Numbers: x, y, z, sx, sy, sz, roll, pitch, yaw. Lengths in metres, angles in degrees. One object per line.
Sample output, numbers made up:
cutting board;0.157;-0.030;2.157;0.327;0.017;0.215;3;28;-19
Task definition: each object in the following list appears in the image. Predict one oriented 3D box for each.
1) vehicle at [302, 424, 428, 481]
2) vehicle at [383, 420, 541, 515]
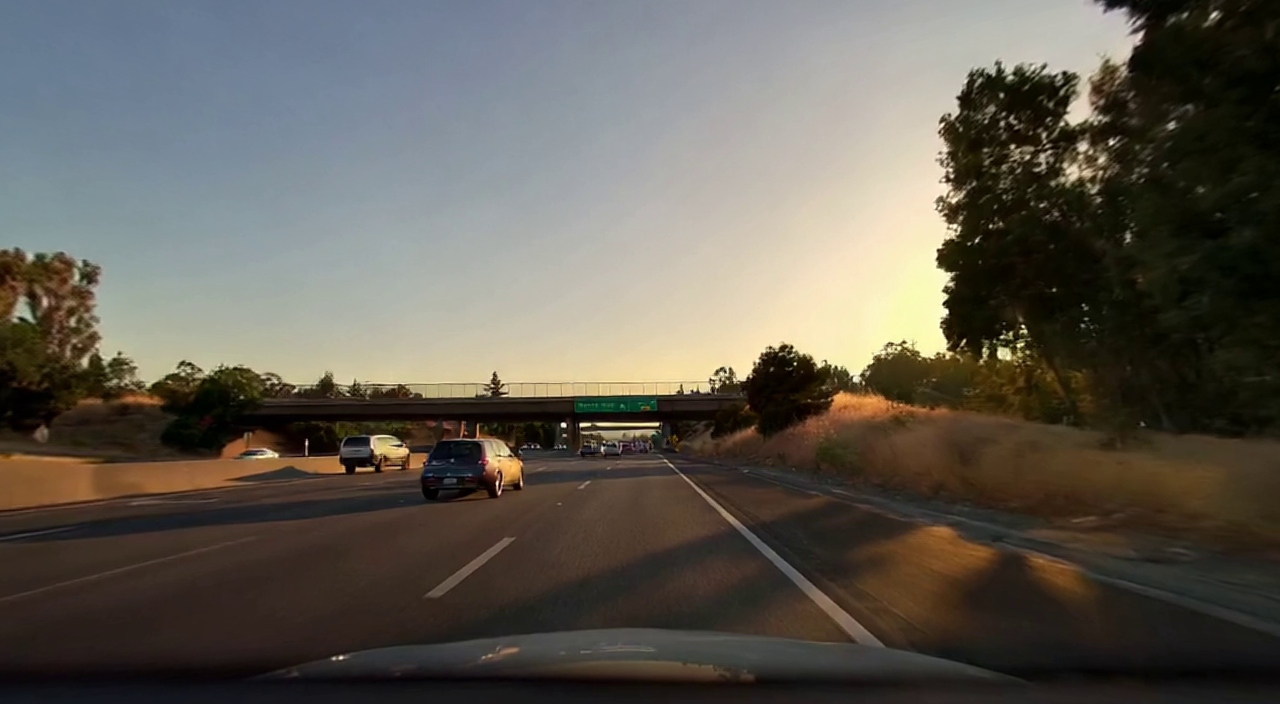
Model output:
vehicle;-10.761;4.004;25.230;2.339;1.983;5.671;0;-8;2
vehicle;-3.587;2.427;13.637;2.048;1.705;4.384;0;-8;1
